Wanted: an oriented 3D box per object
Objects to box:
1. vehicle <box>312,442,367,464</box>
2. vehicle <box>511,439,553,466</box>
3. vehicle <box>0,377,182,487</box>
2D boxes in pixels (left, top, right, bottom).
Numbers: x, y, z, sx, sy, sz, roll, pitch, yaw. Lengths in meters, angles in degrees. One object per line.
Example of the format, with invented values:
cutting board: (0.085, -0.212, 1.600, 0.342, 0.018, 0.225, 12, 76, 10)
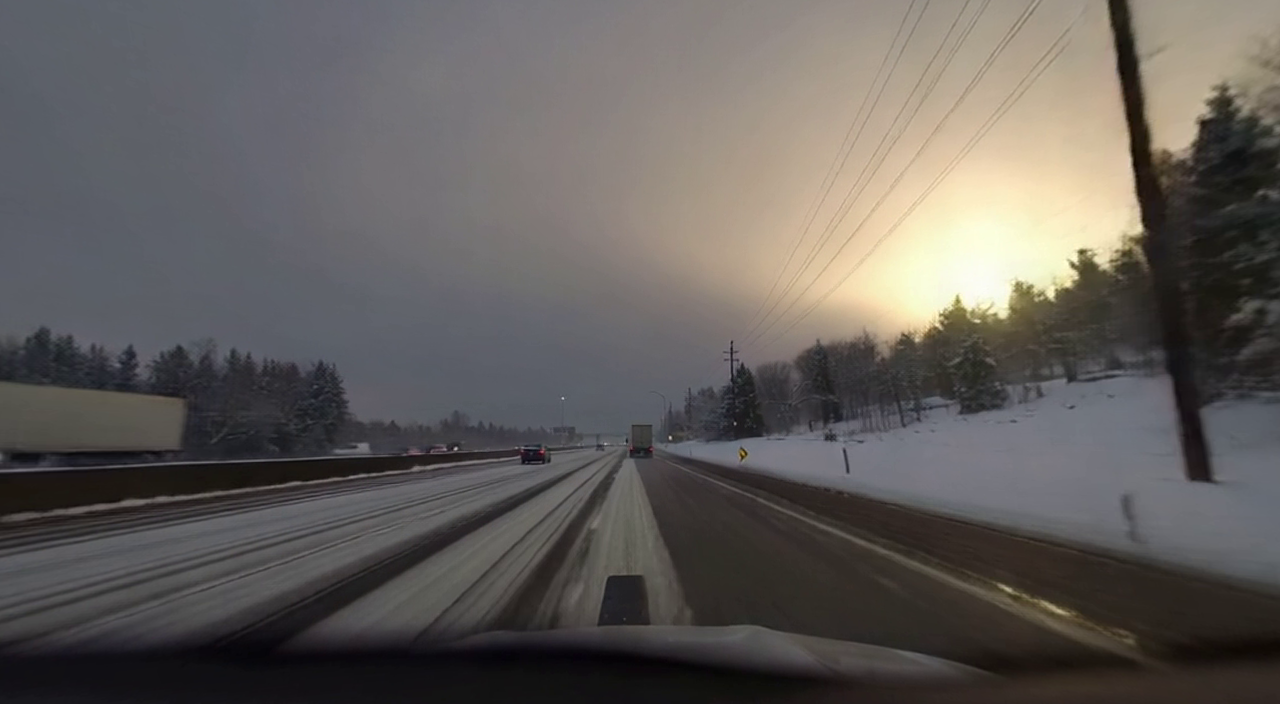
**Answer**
vehicle: (-21.975, 7.396, 46.308, 1.824, 1.544, 4.480, 0, -8, -1)
vehicle: (-7.081, 6.623, 41.831, 2.064, 1.642, 4.389, 0, -8, 0)
vehicle: (-25.876, 3.214, 25.141, 2.933, 4.161, 16.812, 0, -8, -1)
